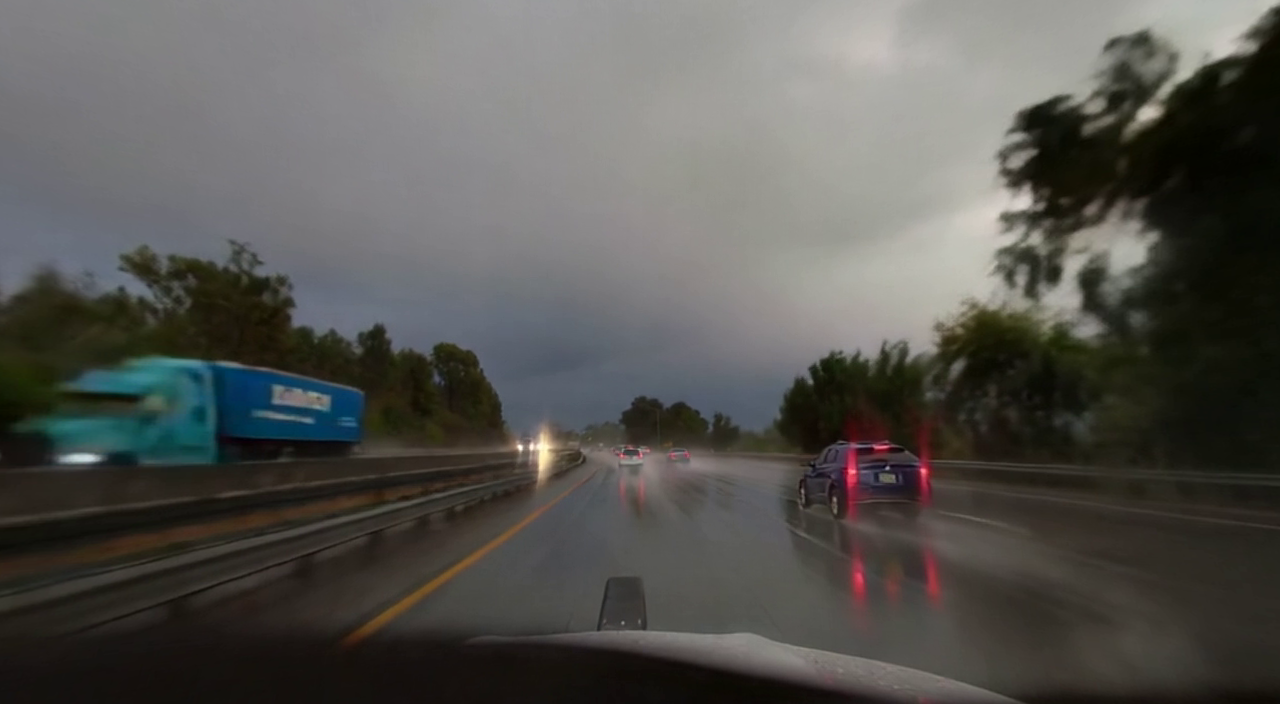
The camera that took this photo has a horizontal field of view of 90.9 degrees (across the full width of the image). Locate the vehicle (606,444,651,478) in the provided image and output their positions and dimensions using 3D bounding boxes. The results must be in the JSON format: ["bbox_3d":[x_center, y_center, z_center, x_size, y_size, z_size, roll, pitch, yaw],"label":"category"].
[{"bbox_3d":[-0.577,5.319,30.801,2.050,1.534,3.771,0,-9,-2],"label":"vehicle"}]

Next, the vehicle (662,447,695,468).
[{"bbox_3d":[2.869,8.002,47.990,2.008,1.504,4.291,1,-9,-4],"label":"vehicle"}]

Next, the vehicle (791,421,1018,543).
[{"bbox_3d":[4.036,2.059,10.479,2.013,1.623,3.916,0,-9,-1],"label":"vehicle"}]

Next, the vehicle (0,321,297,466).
[{"bbox_3d":[-16.400,1.936,22.415,2.892,4.015,10.141,0,-9,-2],"label":"vehicle"}]
